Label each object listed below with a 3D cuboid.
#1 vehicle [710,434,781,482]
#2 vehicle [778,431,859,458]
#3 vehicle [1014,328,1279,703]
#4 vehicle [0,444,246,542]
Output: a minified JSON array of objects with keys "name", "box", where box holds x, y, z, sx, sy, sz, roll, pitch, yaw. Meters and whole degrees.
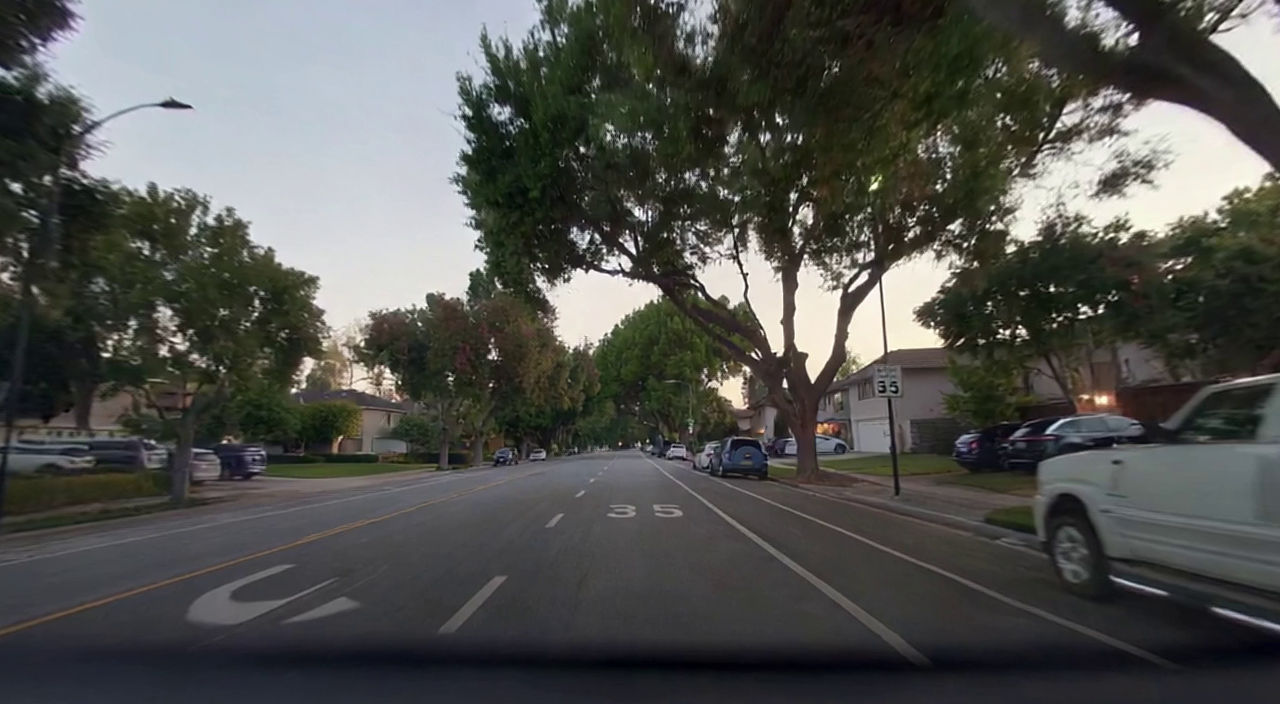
[{"name":"vehicle","box":[4.070,4.176,25.088,1.915,1.715,4.451,0,-9,-2]},{"name":"vehicle","box":[12.100,6.309,43.056,4.912,1.734,2.006,0,-9,-1]},{"name":"vehicle","box":[4.399,0.755,2.607,2.268,1.918,5.661,0,-8,0]},{"name":"vehicle","box":[-10.924,2.839,13.563,1.994,1.698,4.762,0,-9,-2]}]
